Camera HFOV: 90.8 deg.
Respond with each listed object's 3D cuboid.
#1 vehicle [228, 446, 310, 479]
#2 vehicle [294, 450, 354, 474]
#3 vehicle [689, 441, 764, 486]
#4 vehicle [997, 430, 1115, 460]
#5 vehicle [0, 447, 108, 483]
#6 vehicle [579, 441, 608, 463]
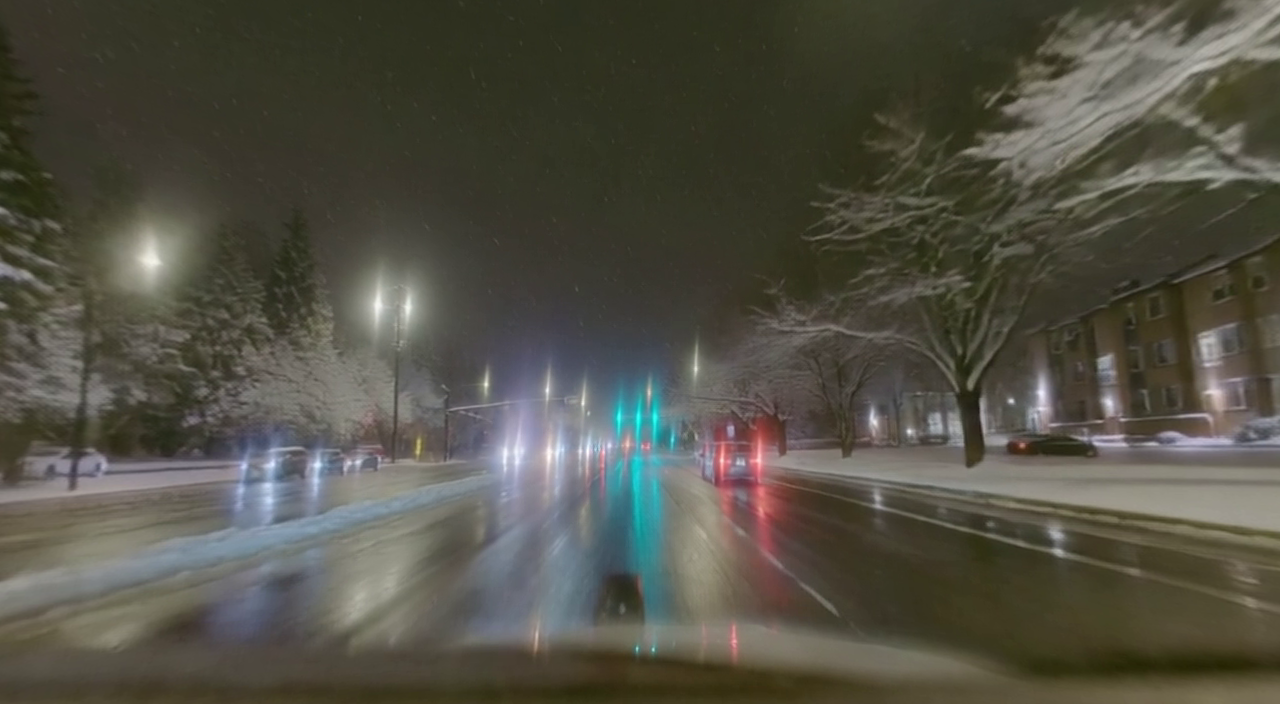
[{"bbox_3d":[-22.422,6.648,38.473,2.139,1.833,4.686,0,-8,0],"label":"vehicle"},{"bbox_3d":[-22.438,7.820,45.099,1.865,1.507,4.631,0,-8,0],"label":"vehicle"},{"bbox_3d":[2.997,3.941,22.743,1.966,1.449,4.290,0,-8,-2],"label":"vehicle"},{"bbox_3d":[21.805,4.890,33.239,4.748,1.451,2.089,0,-8,-1],"label":"vehicle"},{"bbox_3d":[-29.872,5.713,32.136,3.855,1.693,1.875,-1,-8,1],"label":"vehicle"},{"bbox_3d":[-3.552,7.671,48.592,1.935,1.617,4.045,0,-8,0],"label":"vehicle"}]
